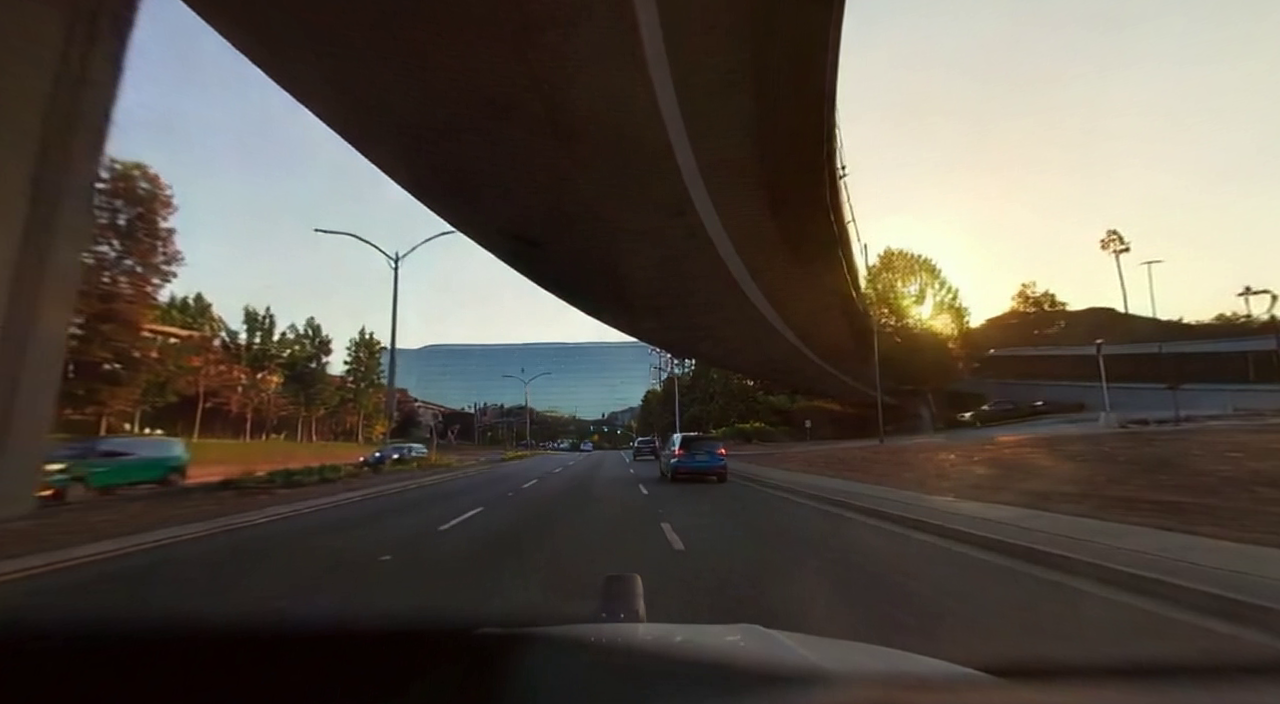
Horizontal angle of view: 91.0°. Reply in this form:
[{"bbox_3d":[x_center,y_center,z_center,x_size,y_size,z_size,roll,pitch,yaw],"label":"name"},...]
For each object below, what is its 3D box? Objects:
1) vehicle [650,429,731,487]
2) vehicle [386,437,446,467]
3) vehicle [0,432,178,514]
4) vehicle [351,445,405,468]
[{"bbox_3d":[1.561,3.521,21.191,2.110,1.712,4.489,0,-9,-3],"label":"vehicle"},{"bbox_3d":[-14.783,6.638,41.934,2.093,1.806,5.466,0,-9,-2],"label":"vehicle"},{"bbox_3d":[-13.968,2.861,15.373,2.052,1.690,4.458,0,-9,-2],"label":"vehicle"},{"bbox_3d":[-18.707,7.486,45.250,1.980,1.517,4.690,0,-9,-2],"label":"vehicle"}]
